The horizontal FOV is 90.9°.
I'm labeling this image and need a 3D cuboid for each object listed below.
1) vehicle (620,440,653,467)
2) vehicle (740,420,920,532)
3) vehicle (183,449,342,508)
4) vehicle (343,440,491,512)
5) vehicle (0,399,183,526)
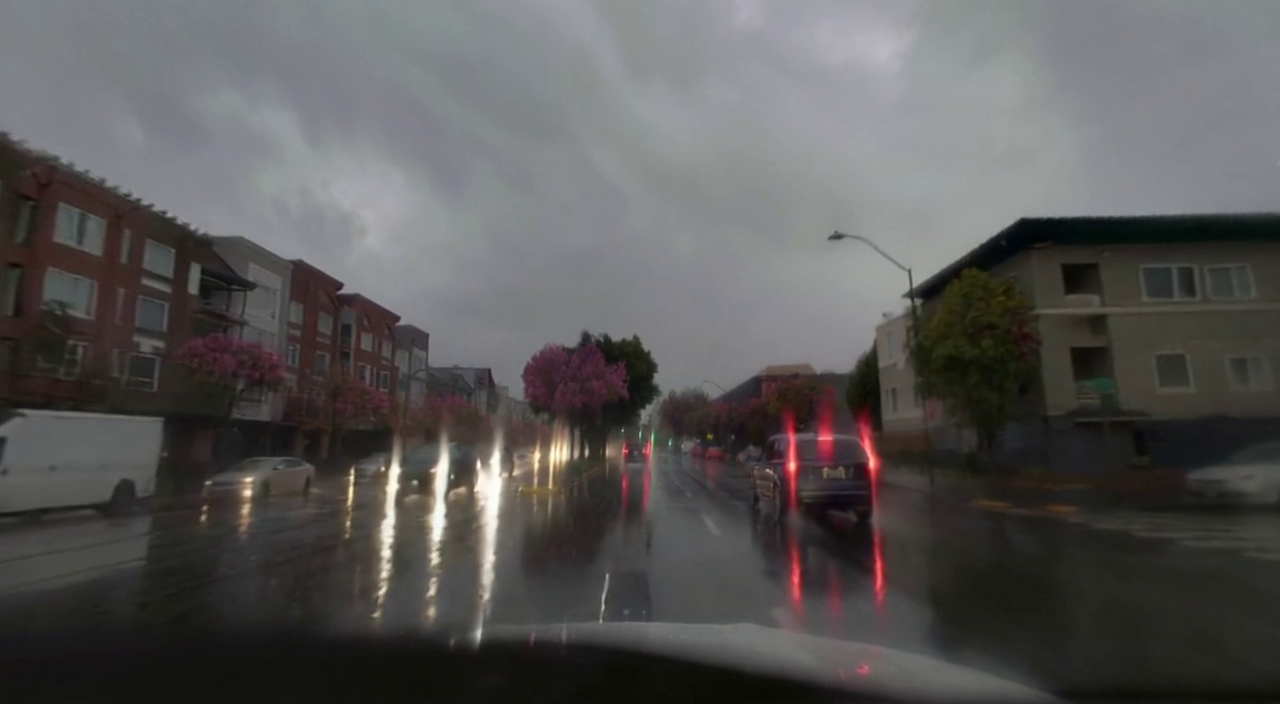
[{"bbox_3d":[-0.239,7.405,46.167,2.244,1.813,4.129,0,-8,0],"label":"vehicle"},{"bbox_3d":[3.365,2.290,12.291,2.071,1.747,4.549,0,-8,0],"label":"vehicle"},{"bbox_3d":[-11.353,3.780,19.435,1.932,1.521,4.738,0,-8,1],"label":"vehicle"},{"bbox_3d":[-5.592,3.119,16.546,2.012,1.501,4.626,-2,-7,3],"label":"vehicle"},{"bbox_3d":[-16.142,2.903,16.870,2.449,2.924,6.859,0,-8,1],"label":"vehicle"}]
